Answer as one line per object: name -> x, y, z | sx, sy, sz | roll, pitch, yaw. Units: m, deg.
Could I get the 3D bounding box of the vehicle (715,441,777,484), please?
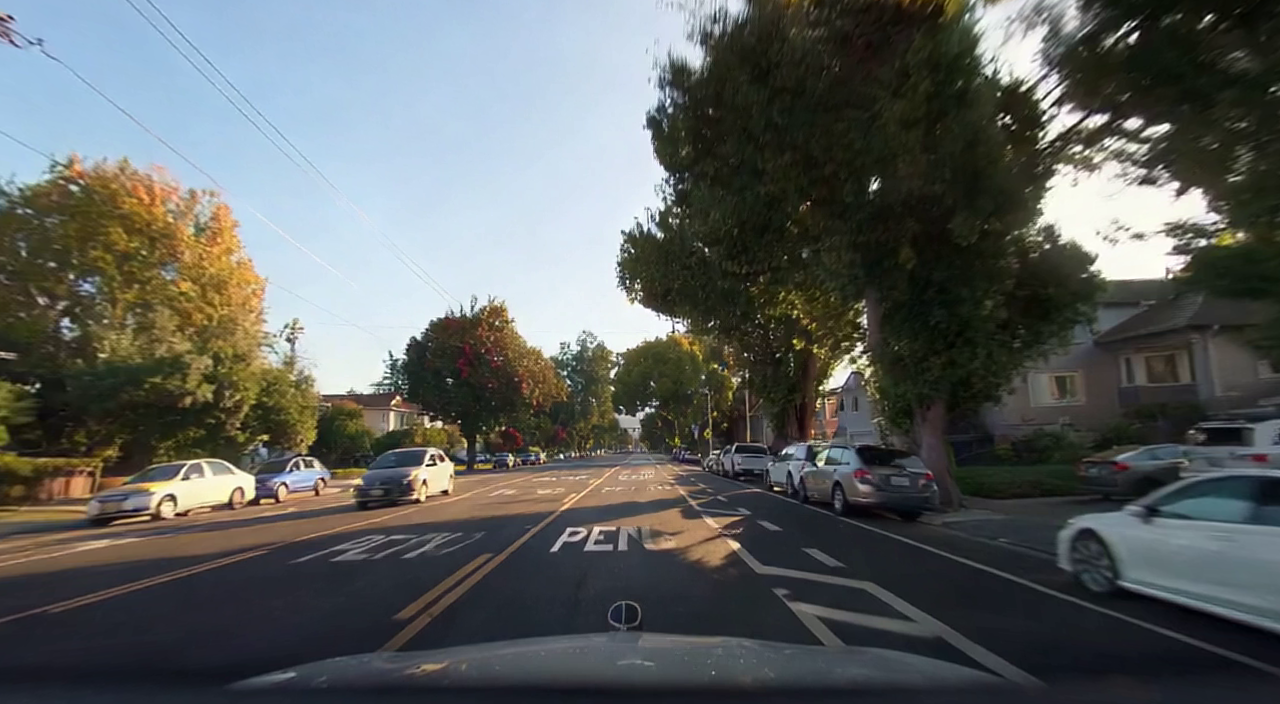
vehicle -> 5.015, 5.313, 30.607 | 2.123, 1.928, 4.752 | 0, -9, -1

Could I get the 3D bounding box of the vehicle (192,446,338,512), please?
vehicle -> -12.184, 4.123, 20.870 | 2.066, 1.796, 4.407 | -4, -9, 2

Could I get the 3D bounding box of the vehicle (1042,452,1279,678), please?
vehicle -> 5.218, 1.441, 4.272 | 1.942, 1.461, 4.575 | 0, -9, 0

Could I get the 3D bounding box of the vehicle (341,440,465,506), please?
vehicle -> -6.870, 3.526, 18.824 | 1.957, 1.700, 4.318 | 0, -9, 1

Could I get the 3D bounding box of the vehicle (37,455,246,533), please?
vehicle -> -12.397, 3.504, 16.091 | 1.851, 1.639, 4.204 | 0, -9, 0

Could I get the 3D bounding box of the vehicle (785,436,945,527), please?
vehicle -> 4.977, 2.896, 14.749 | 1.962, 1.748, 4.659 | 0, -9, -1
